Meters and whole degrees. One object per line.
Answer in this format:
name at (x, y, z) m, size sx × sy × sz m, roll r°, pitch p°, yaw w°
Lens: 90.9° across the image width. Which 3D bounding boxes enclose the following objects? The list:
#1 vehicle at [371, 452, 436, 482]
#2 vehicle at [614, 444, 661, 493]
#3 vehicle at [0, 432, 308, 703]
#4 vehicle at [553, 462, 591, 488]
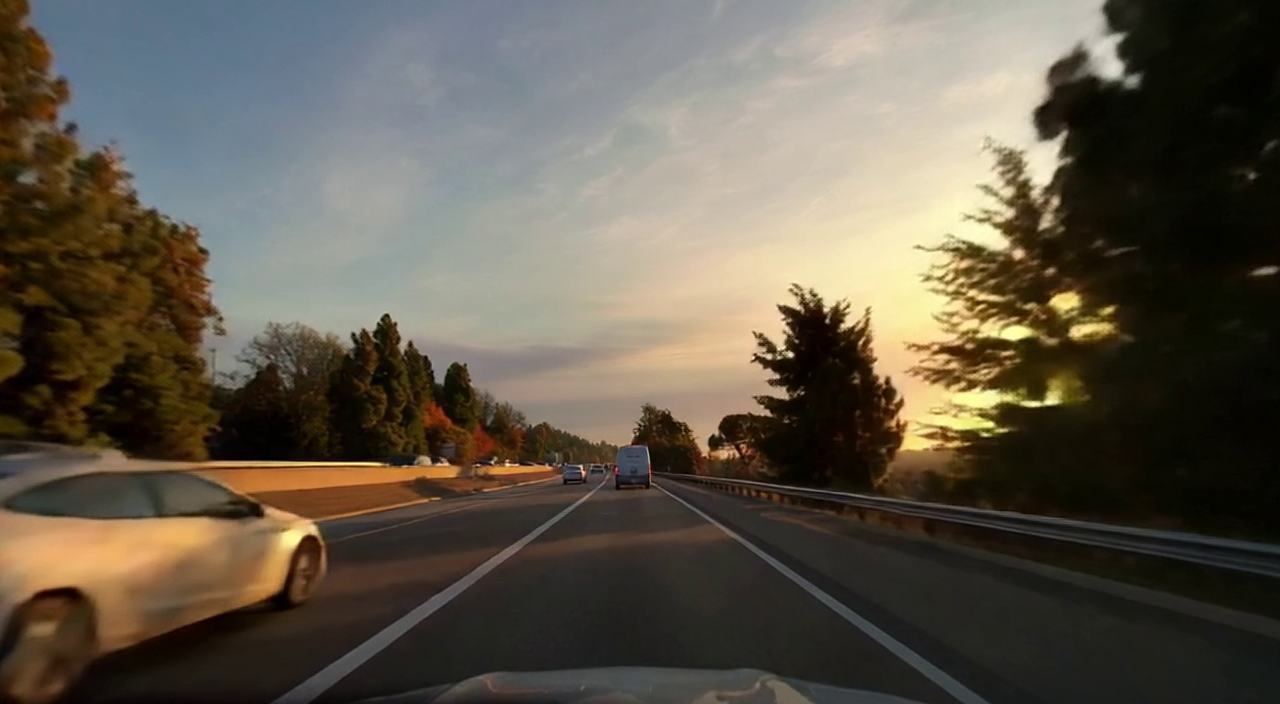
vehicle at (-13.307, 6.542, 35.820) m, size 1.895 × 1.532 × 4.810 m, roll 1°, pitch -10°, yaw -1°
vehicle at (-0.184, 6.718, 36.374) m, size 2.482 × 2.549 × 5.447 m, roll 1°, pitch -10°, yaw -1°
vehicle at (-4.245, 1.247, 3.698) m, size 2.128 × 1.491 × 4.508 m, roll 1°, pitch -10°, yaw 0°
vehicle at (-4.511, 8.206, 42.258) m, size 2.100 × 1.605 × 3.883 m, roll 1°, pitch -10°, yaw 0°
